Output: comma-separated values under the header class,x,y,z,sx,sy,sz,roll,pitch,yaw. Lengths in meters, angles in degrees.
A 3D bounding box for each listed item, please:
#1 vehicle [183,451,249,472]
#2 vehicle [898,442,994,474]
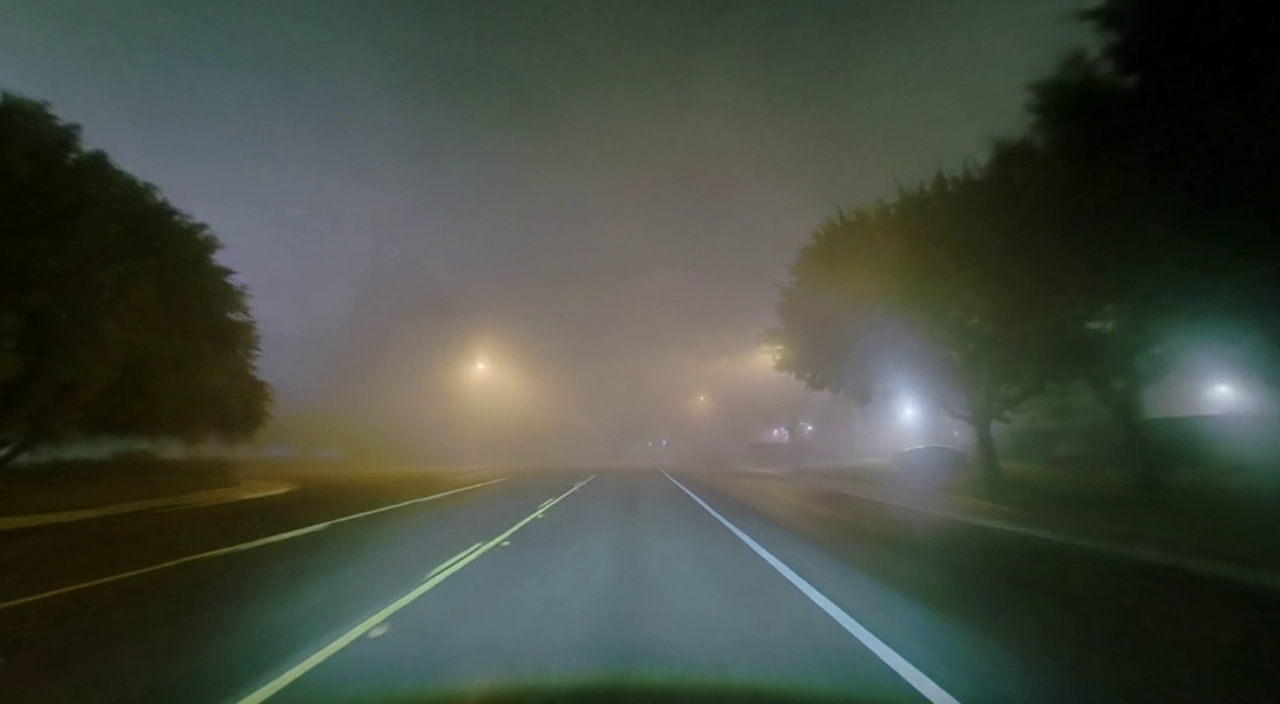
class,x,y,z,sx,sy,sz,roll,pitch,yaw
vehicle,-32.198,8.279,48.149,1.866,1.469,4.473,0,-9,0
vehicle,15.090,5.257,31.293,3.709,1.509,1.873,0,-9,-1
